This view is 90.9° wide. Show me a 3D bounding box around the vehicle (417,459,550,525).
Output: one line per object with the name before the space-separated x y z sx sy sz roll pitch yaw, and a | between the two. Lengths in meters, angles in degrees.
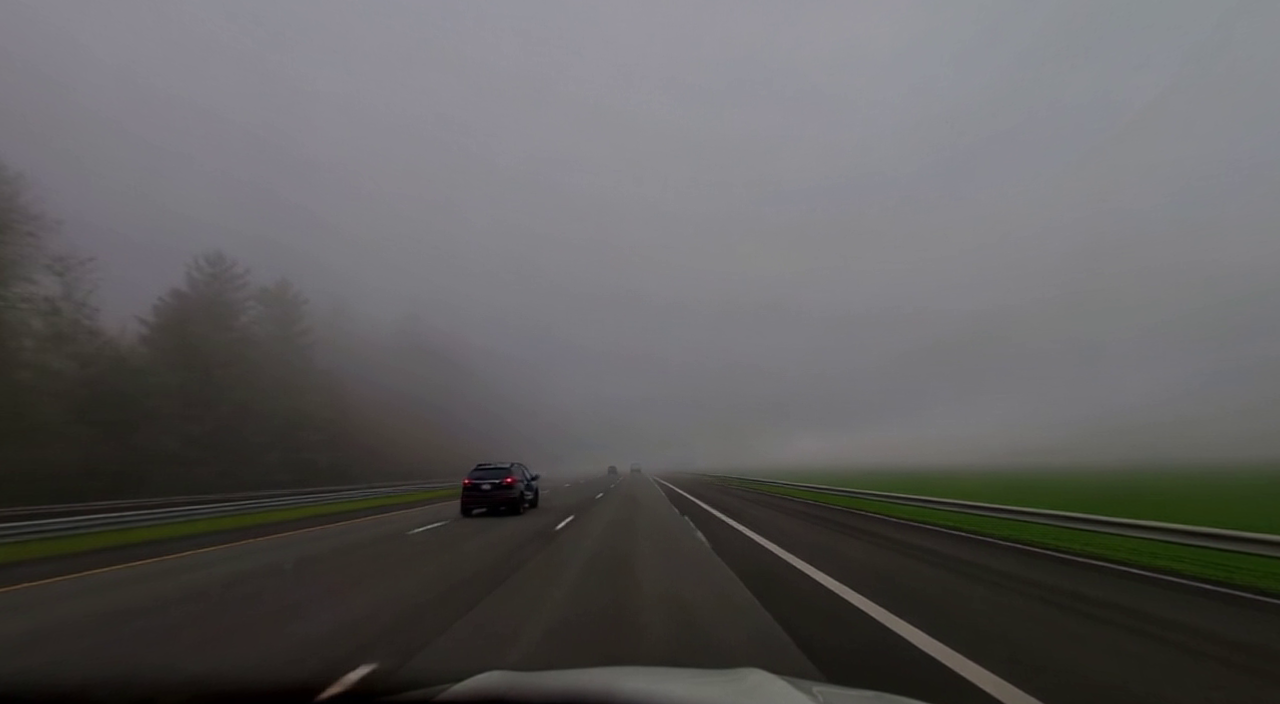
vehicle | -3.831 3.561 16.453 2.183 1.435 4.653 0 -10 1
